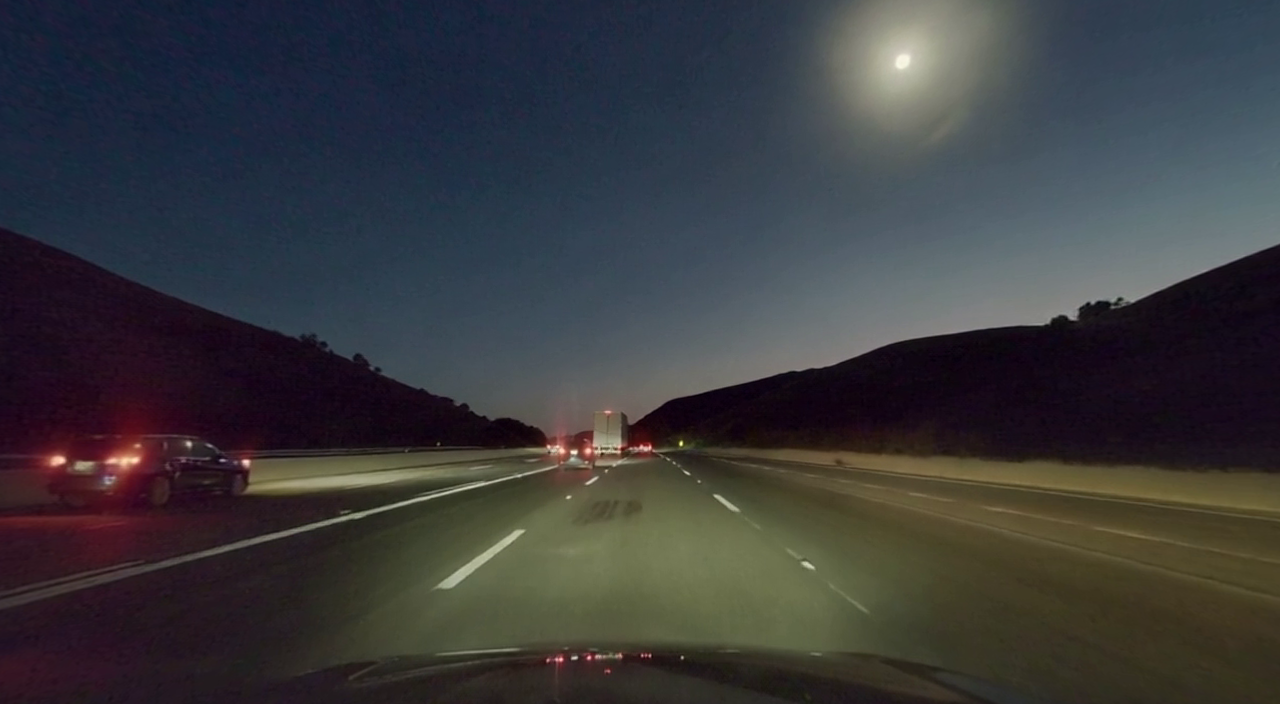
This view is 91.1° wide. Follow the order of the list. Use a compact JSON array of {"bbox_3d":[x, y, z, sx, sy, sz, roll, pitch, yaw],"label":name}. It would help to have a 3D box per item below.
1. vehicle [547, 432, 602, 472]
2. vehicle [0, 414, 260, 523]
[{"bbox_3d":[-3.000,4.693,29.657,2.099,1.734,4.413,0,-8,0],"label":"vehicle"},{"bbox_3d":[-10.937,2.371,13.429,2.130,1.828,5.523,0,-8,0],"label":"vehicle"}]
